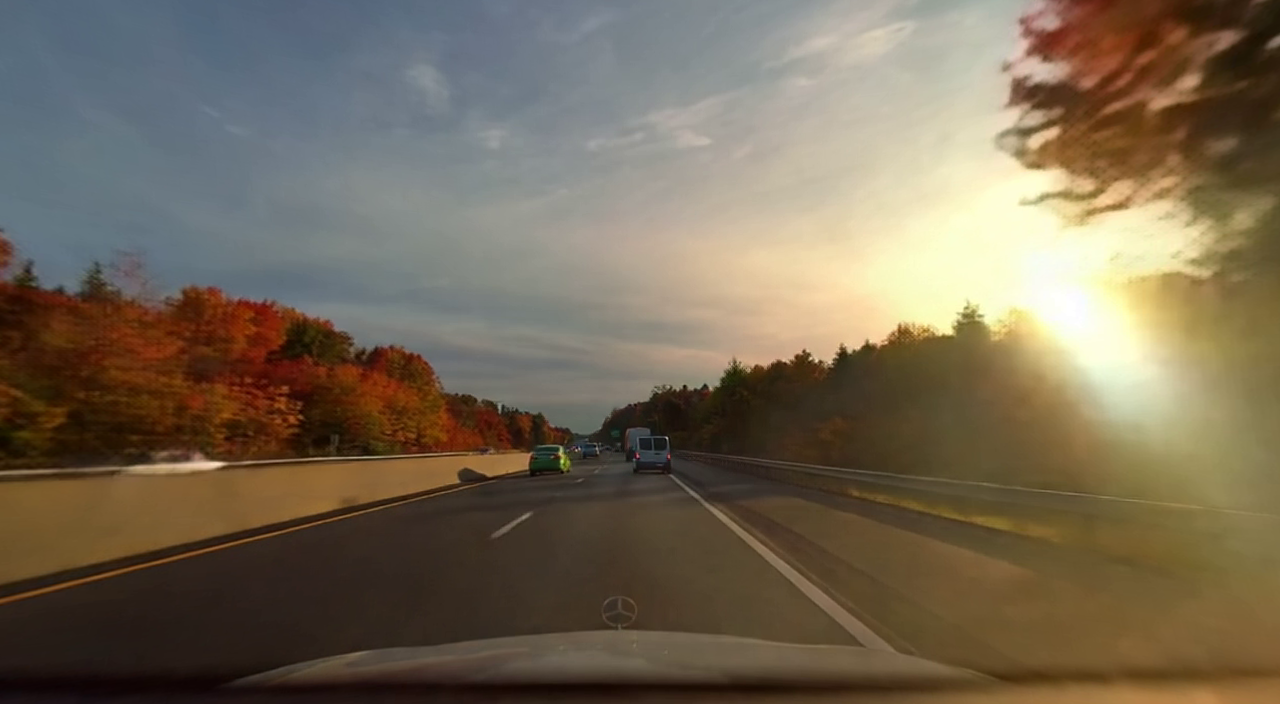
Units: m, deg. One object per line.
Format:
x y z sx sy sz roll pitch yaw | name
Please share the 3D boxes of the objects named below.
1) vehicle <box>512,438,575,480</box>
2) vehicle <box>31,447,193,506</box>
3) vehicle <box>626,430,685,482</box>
-4.152 4.707 27.694 2.088 1.688 4.365 0 -9 0 | vehicle
-16.944 3.974 20.422 1.801 1.691 3.919 0 -9 0 | vehicle
0.518 4.232 25.666 2.179 1.930 4.538 0 -9 -1 | vehicle
